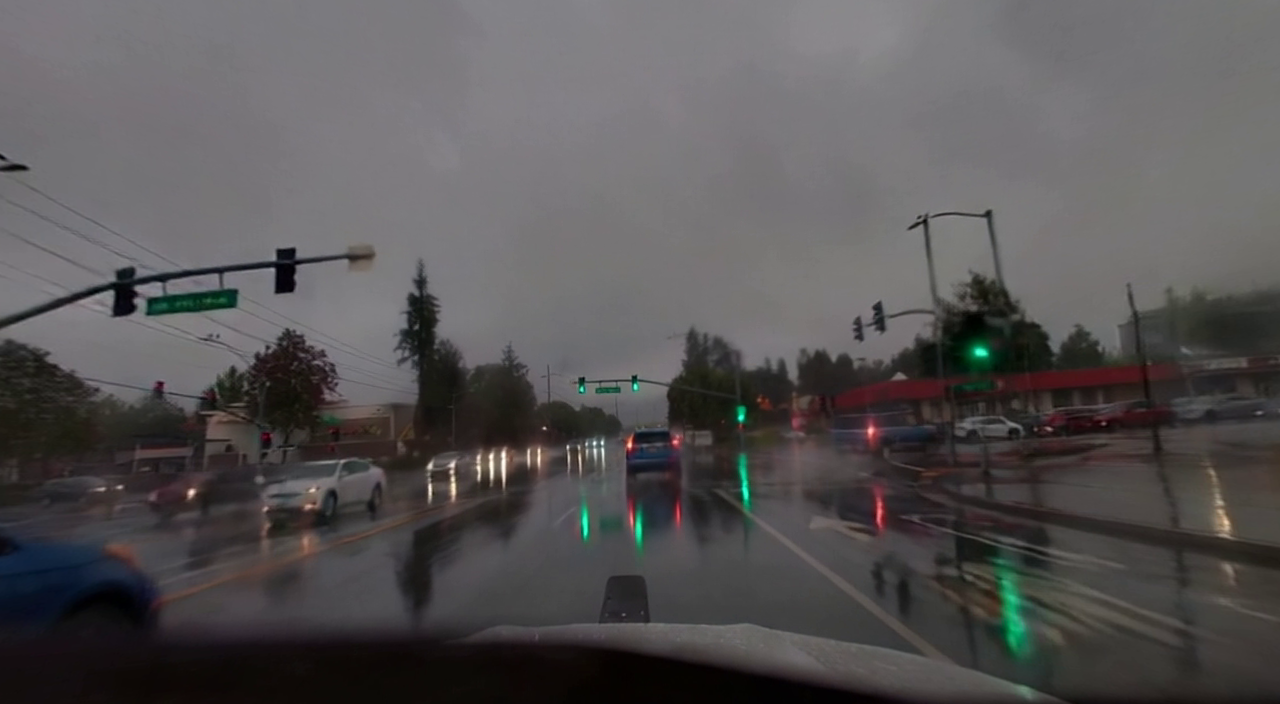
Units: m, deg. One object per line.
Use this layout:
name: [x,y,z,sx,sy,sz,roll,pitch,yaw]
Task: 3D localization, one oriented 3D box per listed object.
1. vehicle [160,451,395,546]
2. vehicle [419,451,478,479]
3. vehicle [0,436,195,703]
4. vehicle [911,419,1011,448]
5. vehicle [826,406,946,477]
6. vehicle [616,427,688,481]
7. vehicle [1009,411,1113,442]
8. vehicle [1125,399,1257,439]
vehicle: [-6.690,2.702,12.375,1.966,1.461,4.422,0,-9,0]
vehicle: [-11.254,6.667,37.453,2.016,1.468,4.612,0,-9,0]
vehicle: [-3.699,0.950,1.666,1.996,1.463,4.094,0,-9,1]
vehicle: [17.643,4.515,34.782,4.430,1.480,1.923,0,-9,-1]
vehicle: [8.882,3.195,22.377,2.452,2.148,5.877,-6,-10,35]
vehicle: [0.383,3.968,24.756,2.513,1.854,5.235,0,-9,-1]
vehicle: [25.618,4.570,38.509,4.769,1.486,2.043,-3,-9,0]
vehicle: [26.161,3.220,30.028,4.386,1.760,2.228,1,-9,-7]
